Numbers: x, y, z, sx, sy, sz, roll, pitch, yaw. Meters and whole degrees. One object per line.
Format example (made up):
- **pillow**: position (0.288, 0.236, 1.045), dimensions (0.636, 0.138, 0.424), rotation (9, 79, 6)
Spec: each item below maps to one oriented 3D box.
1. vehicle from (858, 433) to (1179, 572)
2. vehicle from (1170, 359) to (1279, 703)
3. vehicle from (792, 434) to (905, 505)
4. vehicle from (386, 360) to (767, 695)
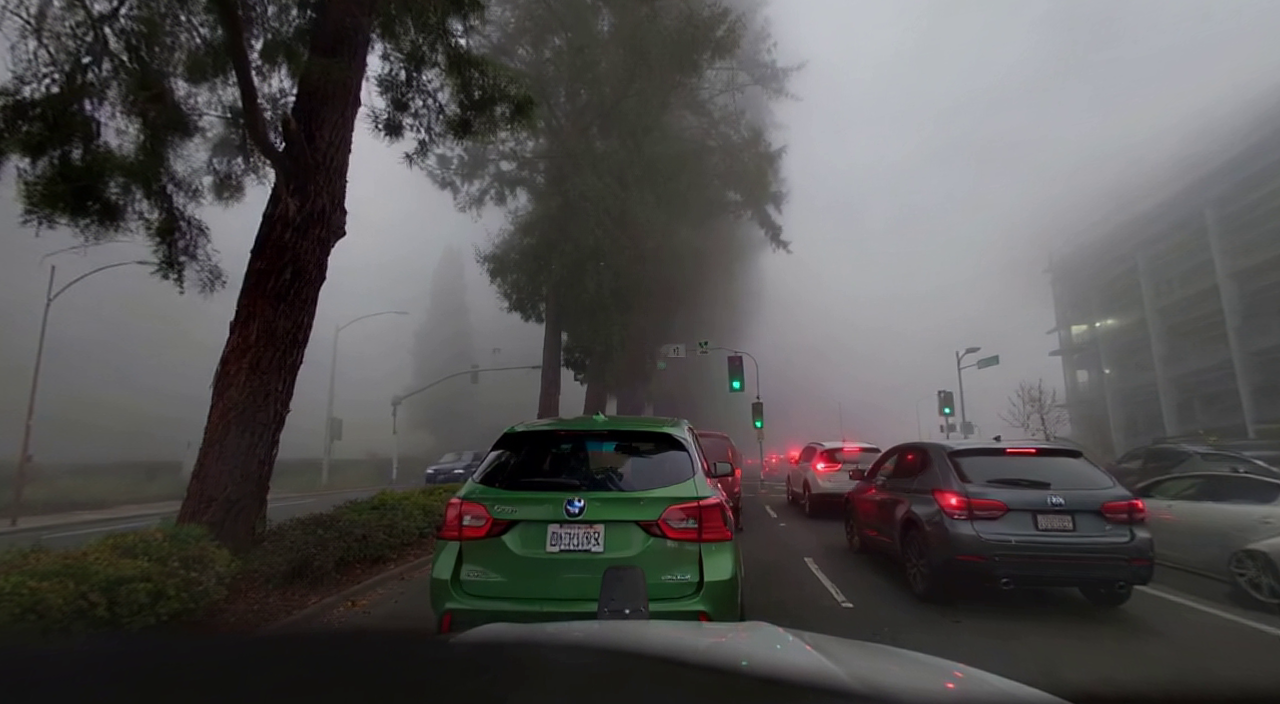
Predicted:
- **vehicle**: position (4.896, 1.970, 9.167), dimensions (1.963, 1.480, 4.553), rotation (0, -8, 2)
- **vehicle**: position (4.061, 0.609, 1.115), dimensions (1.993, 1.719, 4.953), rotation (0, -8, 1)
- **vehicle**: position (5.330, 3.032, 16.714), dimensions (1.994, 1.638, 4.100), rotation (-1, -8, 6)
- **vehicle**: position (-0.210, 1.233, 5.556), dimensions (2.021, 1.742, 4.295), rotation (-1, -8, 4)
